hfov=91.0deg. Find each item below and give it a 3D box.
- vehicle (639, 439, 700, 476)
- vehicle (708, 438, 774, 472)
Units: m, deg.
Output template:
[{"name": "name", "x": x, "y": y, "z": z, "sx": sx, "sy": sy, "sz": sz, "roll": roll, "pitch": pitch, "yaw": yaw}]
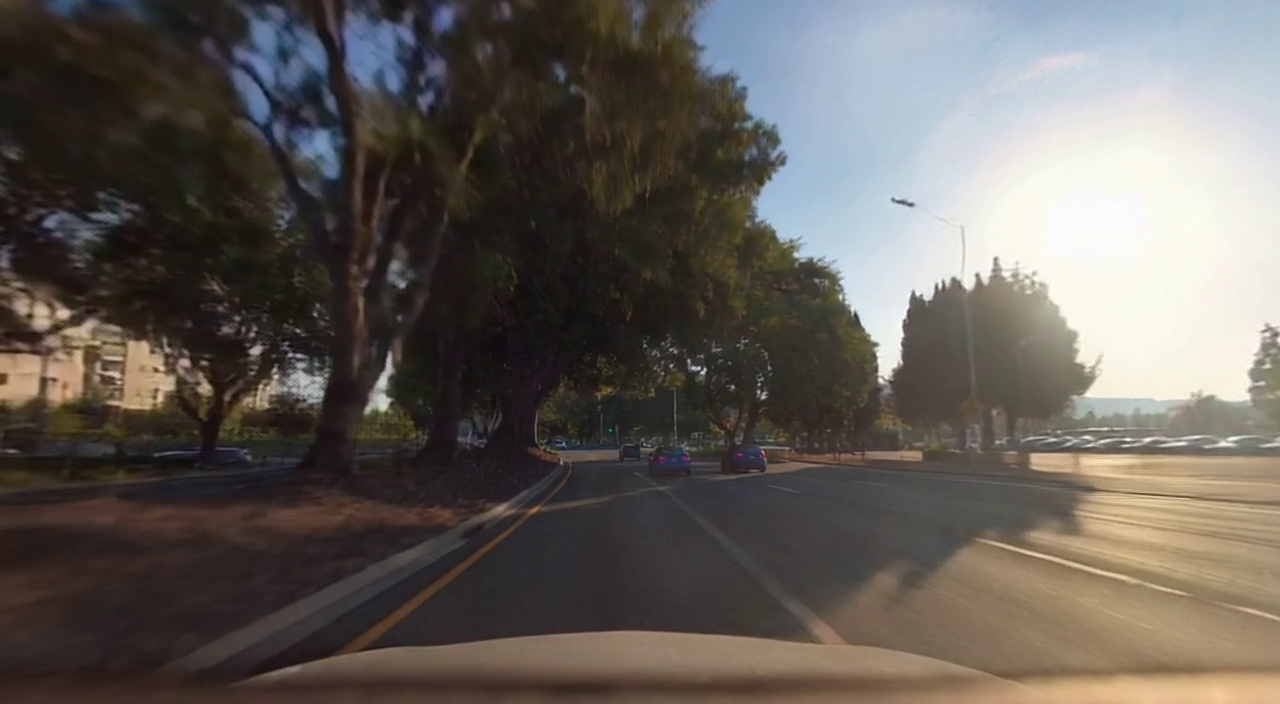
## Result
[{"name": "vehicle", "x": 1.181, "y": 4.568, "z": 27.439, "sx": 2.077, "sy": 1.464, "sz": 4.134, "roll": 1, "pitch": -8, "yaw": -6}, {"name": "vehicle", "x": 4.608, "y": 4.769, "z": 29.406, "sx": 1.901, "sy": 1.474, "sz": 4.363, "roll": 1, "pitch": -8, "yaw": -6}]
